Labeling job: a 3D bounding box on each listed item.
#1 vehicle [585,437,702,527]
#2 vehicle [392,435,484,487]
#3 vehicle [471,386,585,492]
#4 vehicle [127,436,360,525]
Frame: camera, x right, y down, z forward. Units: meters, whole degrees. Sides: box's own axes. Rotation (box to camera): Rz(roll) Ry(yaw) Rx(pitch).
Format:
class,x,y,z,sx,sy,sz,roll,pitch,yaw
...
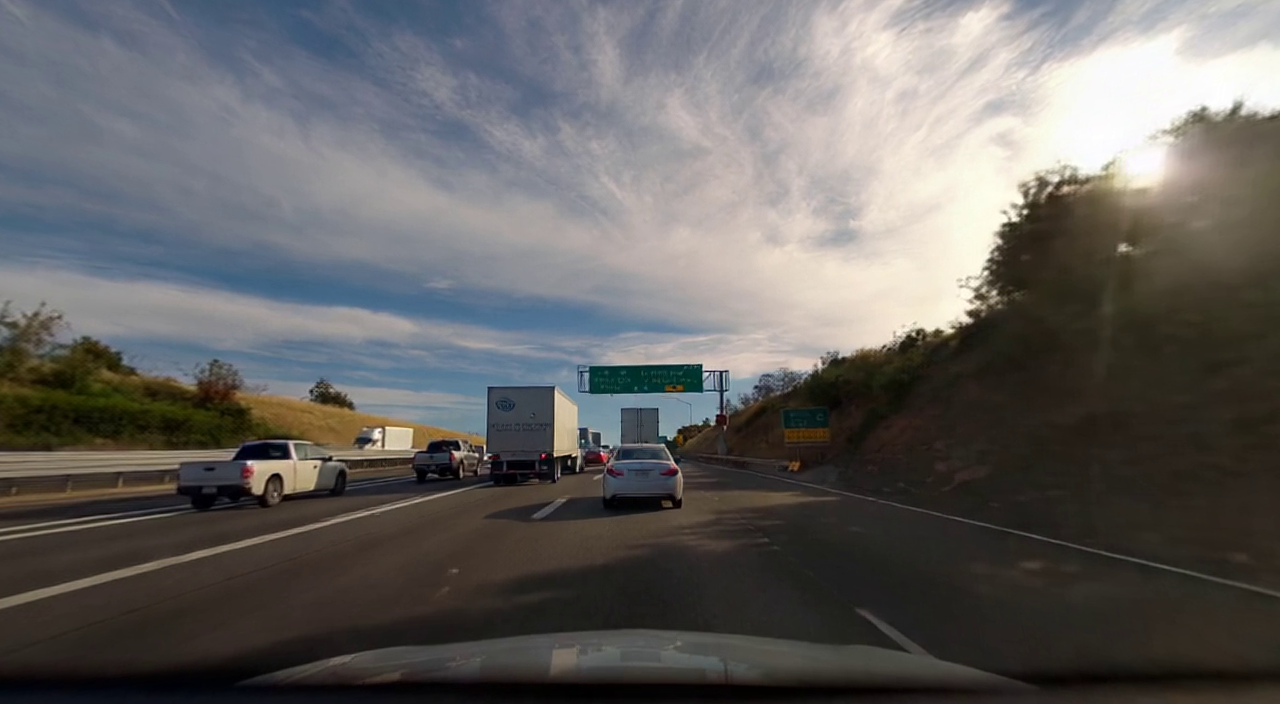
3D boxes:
class,x,y,z,sx,sy,sz,roll,pitch,yaw
vehicle,0.035,2.467,12.463,1.995,1.495,3.380,0,-9,-1
vehicle,-7.475,4.070,23.818,1.952,1.746,4.332,-1,-9,1
vehicle,-3.849,3.302,23.651,2.812,3.342,7.248,-1,-9,1
vehicle,-7.973,2.599,13.371,1.879,1.521,4.623,-1,-9,1
